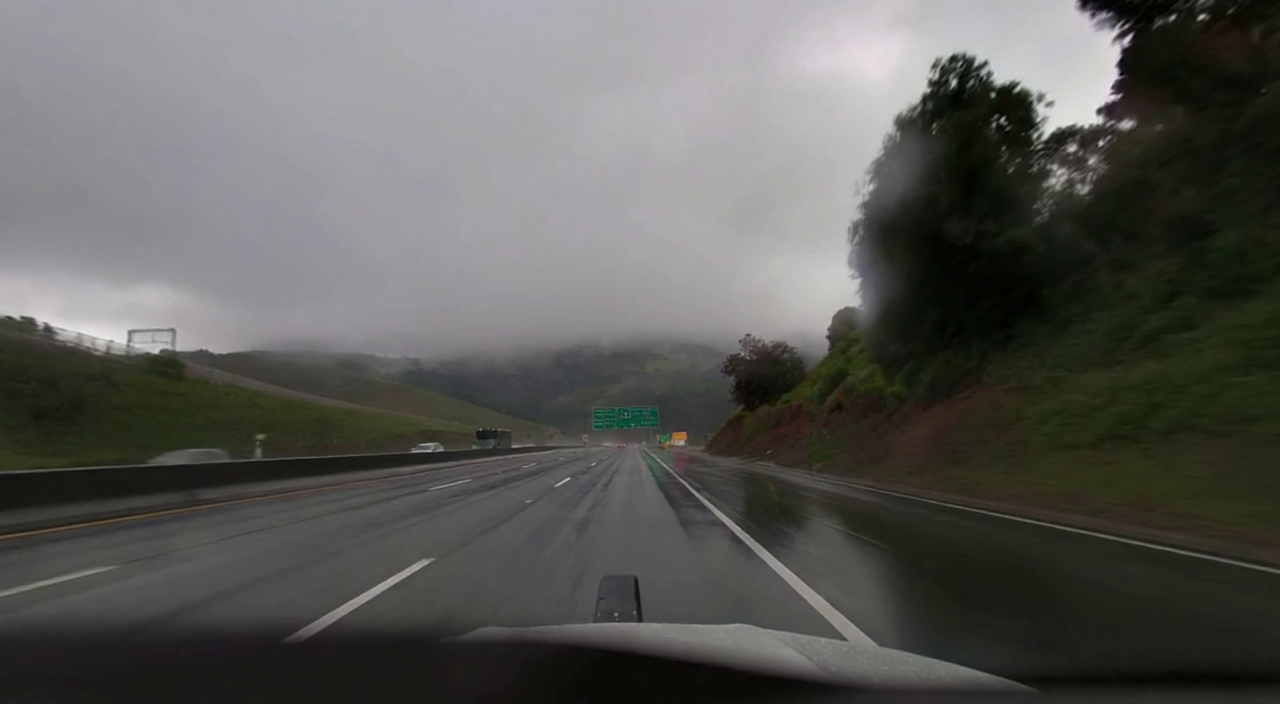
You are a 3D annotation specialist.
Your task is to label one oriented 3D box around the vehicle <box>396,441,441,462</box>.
[{"bbox_3d":[-16.676,7.489,47.668,1.788,1.460,4.368,-1,-8,0],"label":"vehicle"}]
